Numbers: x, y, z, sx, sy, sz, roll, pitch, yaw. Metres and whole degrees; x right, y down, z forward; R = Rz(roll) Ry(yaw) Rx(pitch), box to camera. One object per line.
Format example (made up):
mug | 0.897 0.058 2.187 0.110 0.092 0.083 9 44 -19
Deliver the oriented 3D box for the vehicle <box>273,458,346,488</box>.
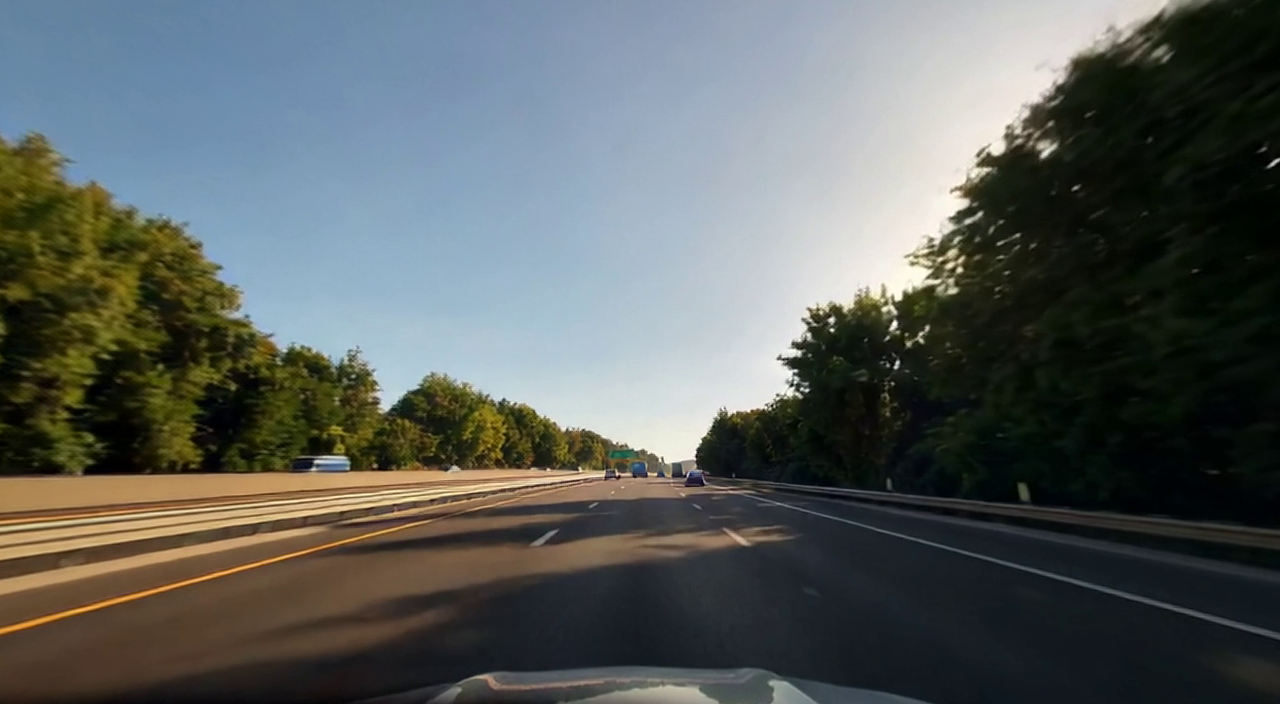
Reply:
vehicle | -20.557 7.574 39.413 2.184 1.702 4.283 1 -11 1
